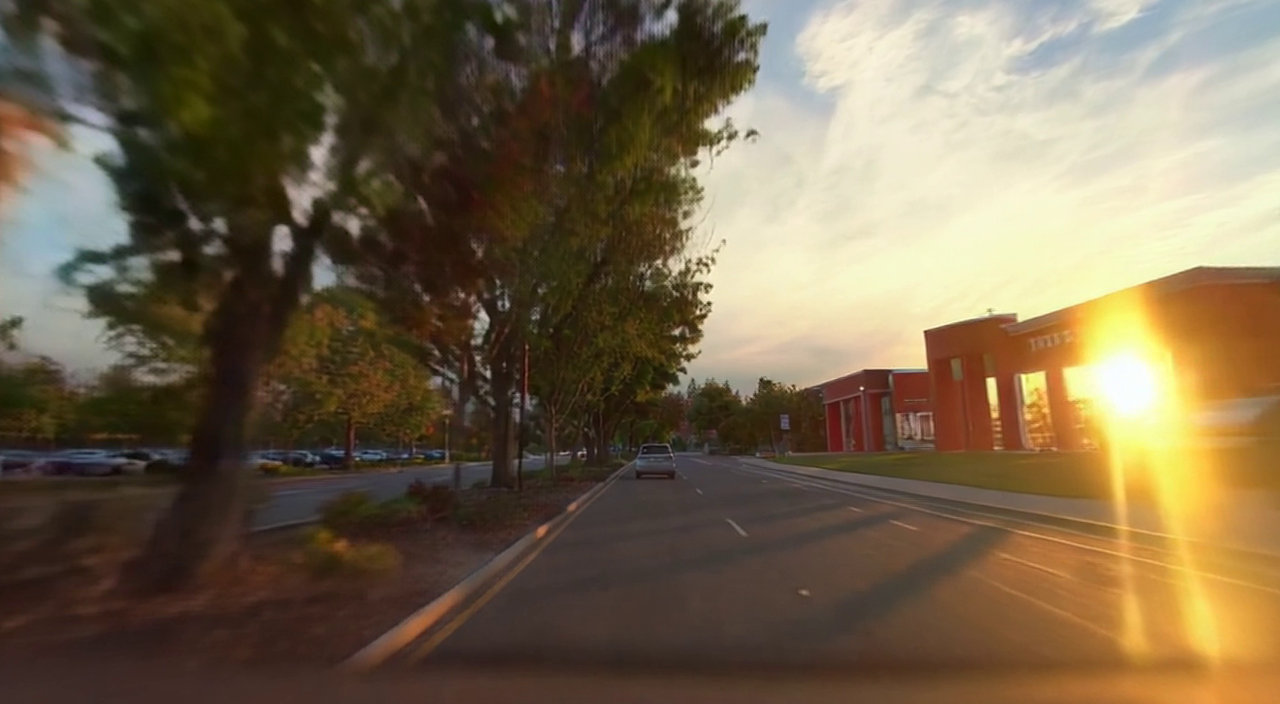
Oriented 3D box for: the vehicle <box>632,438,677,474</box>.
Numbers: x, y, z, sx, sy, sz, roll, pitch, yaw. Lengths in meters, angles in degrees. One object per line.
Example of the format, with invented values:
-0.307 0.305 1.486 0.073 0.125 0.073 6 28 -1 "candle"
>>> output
0.751 5.293 32.481 2.123 1.703 4.292 0 -8 1 "vehicle"
